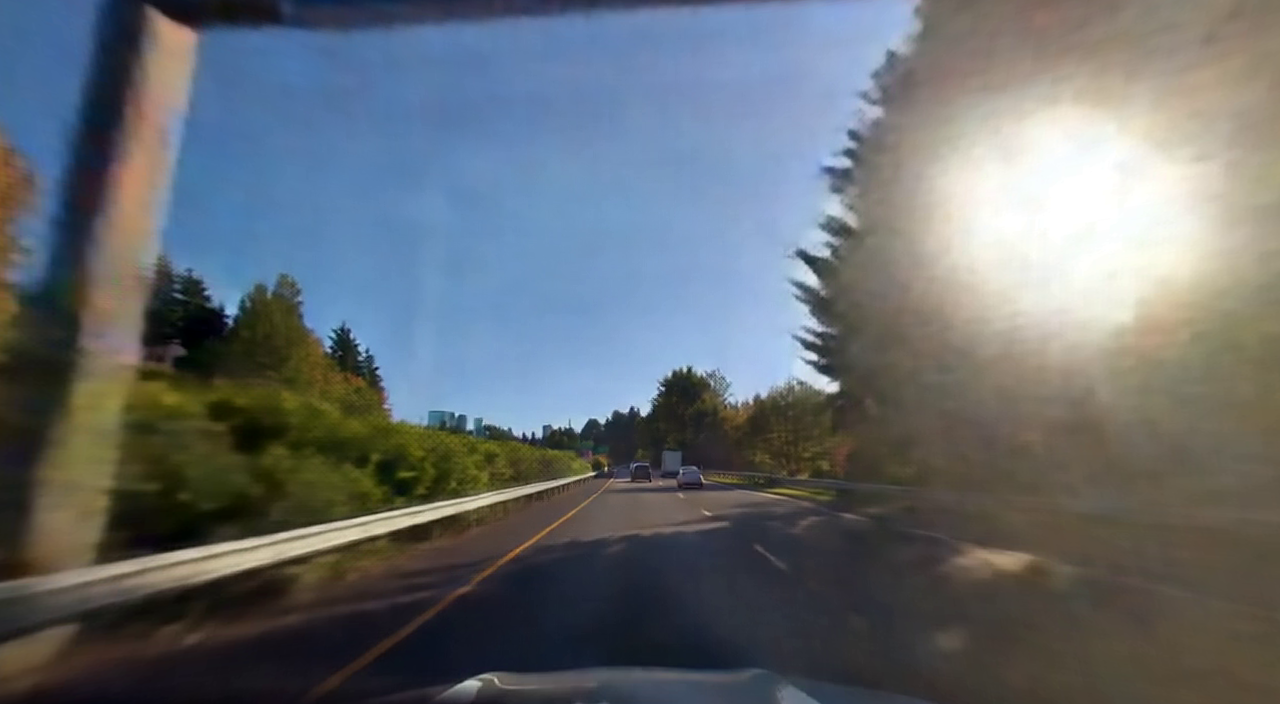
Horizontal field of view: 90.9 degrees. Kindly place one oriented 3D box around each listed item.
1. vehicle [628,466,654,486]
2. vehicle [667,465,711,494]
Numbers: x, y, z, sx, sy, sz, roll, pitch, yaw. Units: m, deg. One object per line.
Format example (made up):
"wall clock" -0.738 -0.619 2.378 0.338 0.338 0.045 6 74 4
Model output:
"vehicle" 0.038 9.741 49.705 1.980 1.483 3.865 1 -11 -1
"vehicle" 2.674 7.139 35.392 1.976 1.467 3.783 1 -11 -3
